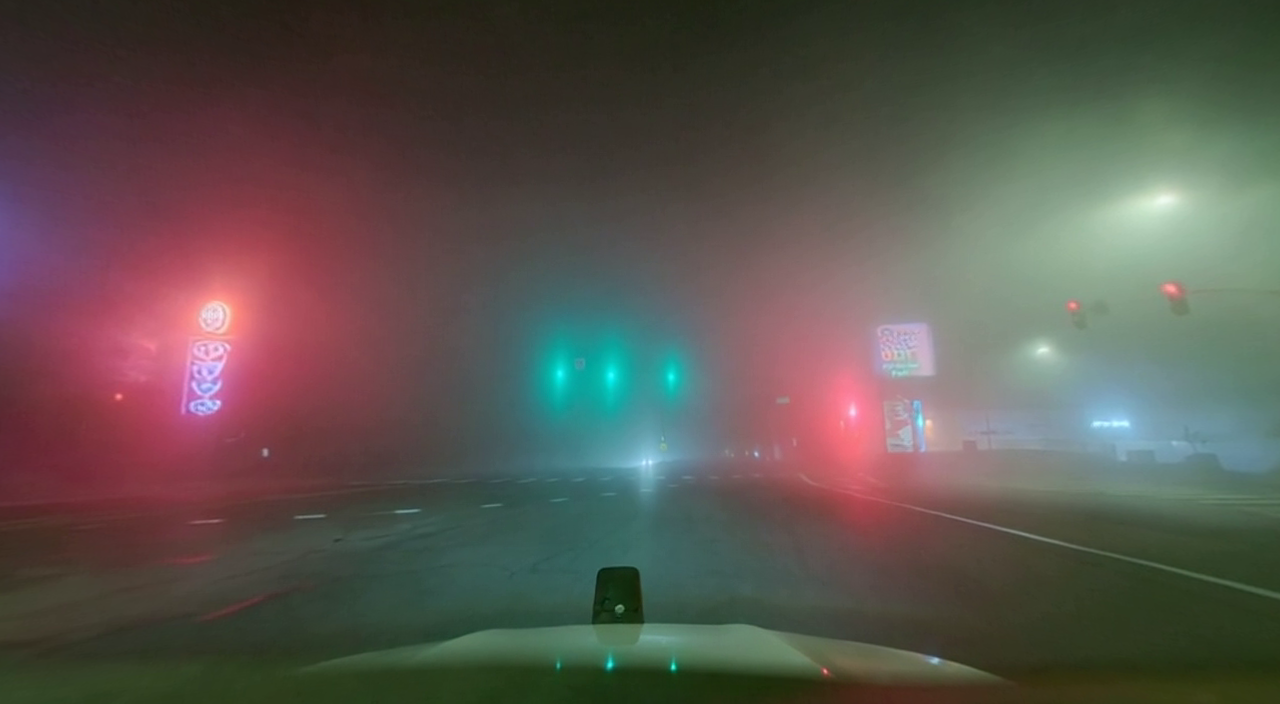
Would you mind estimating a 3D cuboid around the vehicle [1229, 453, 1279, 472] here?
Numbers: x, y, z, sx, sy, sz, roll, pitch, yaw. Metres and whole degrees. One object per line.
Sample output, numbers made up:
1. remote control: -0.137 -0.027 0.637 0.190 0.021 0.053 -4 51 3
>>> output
1. vehicle: 48.631 8.637 49.473 4.341 1.400 1.849 4 -10 -27
